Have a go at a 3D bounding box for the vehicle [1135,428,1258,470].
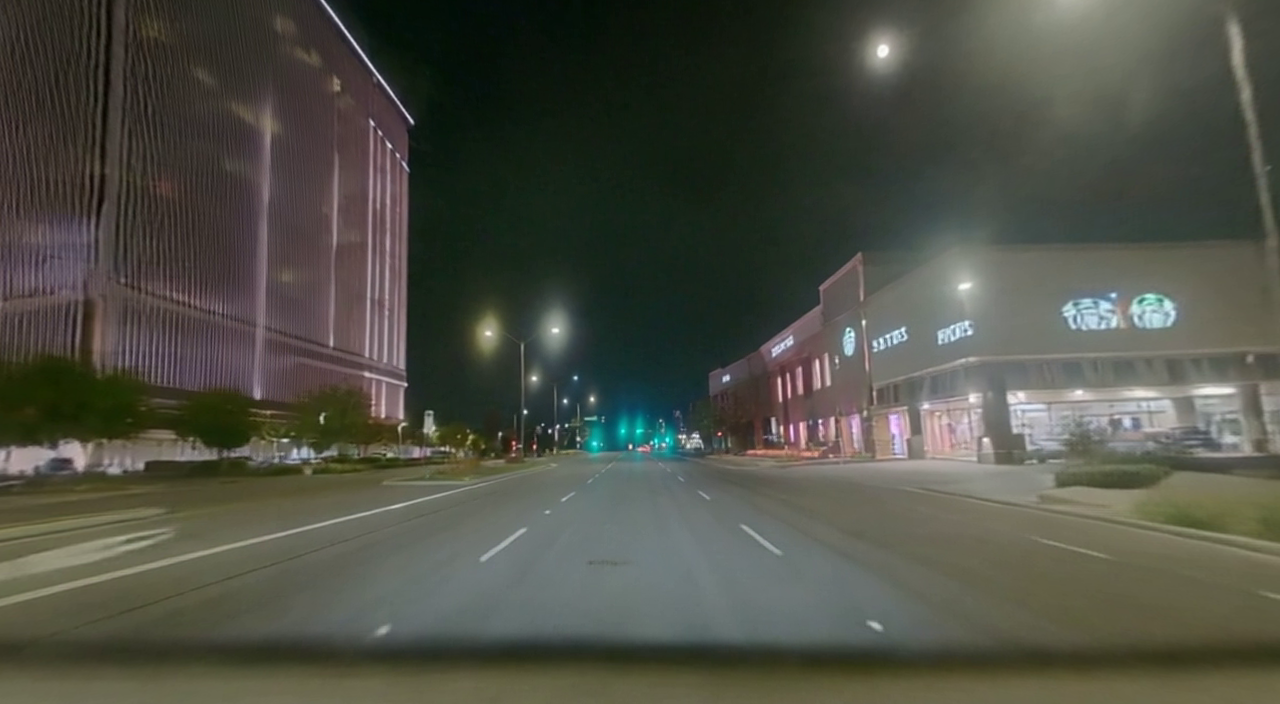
[{"bbox_3d":[29.782,5.158,33.794,6.327,1.962,2.210,2,-9,-23],"label":"vehicle"}]
